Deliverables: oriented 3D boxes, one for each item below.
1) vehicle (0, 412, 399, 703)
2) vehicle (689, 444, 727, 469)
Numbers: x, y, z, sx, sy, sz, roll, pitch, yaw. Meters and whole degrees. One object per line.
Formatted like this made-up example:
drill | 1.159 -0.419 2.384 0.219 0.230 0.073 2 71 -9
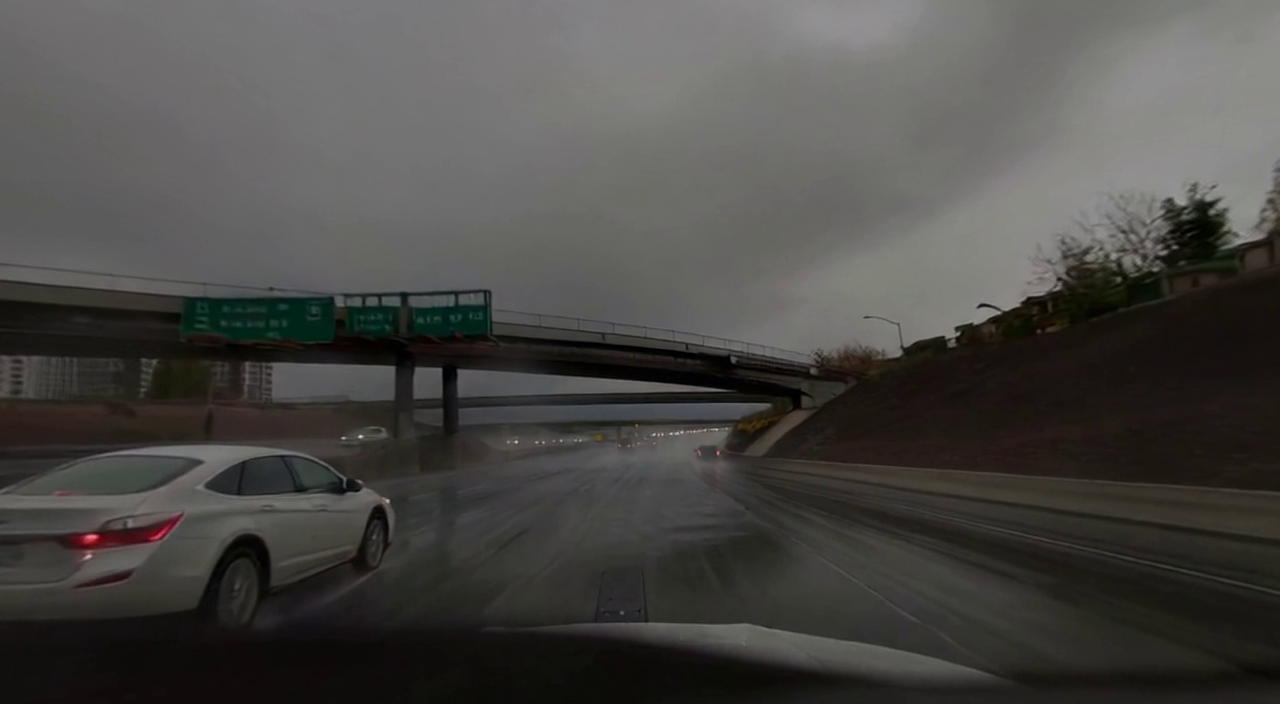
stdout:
vehicle | -3.749 1.318 4.877 1.990 1.477 4.308 0 -8 1
vehicle | 4.295 6.680 40.584 2.059 1.509 4.670 0 -8 1
